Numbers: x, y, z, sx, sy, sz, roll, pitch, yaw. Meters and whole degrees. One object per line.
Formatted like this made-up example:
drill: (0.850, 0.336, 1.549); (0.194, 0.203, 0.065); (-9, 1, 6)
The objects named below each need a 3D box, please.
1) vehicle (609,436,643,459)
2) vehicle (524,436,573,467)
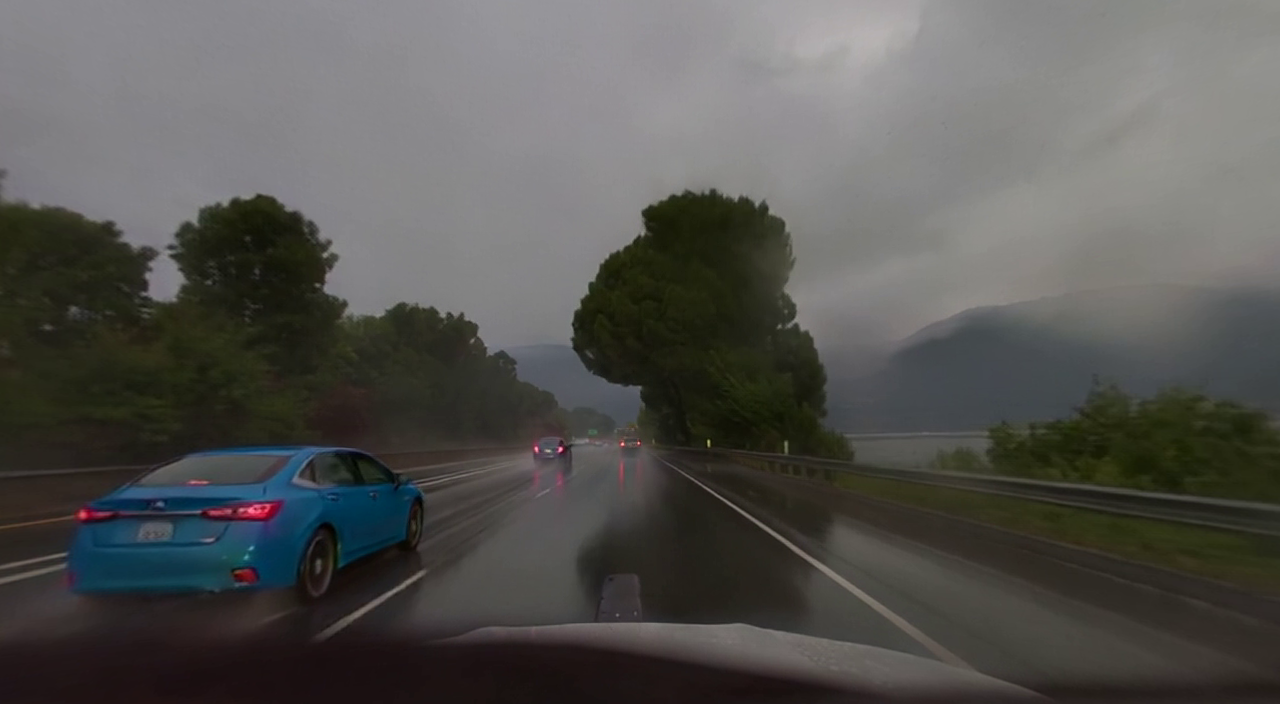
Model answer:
vehicle: (-0.881, 6.396, 42.402); (2.162, 1.460, 4.242); (0, -8, 0)
vehicle: (-4.457, 4.866, 31.118); (1.907, 1.445, 4.049); (0, -8, -1)
